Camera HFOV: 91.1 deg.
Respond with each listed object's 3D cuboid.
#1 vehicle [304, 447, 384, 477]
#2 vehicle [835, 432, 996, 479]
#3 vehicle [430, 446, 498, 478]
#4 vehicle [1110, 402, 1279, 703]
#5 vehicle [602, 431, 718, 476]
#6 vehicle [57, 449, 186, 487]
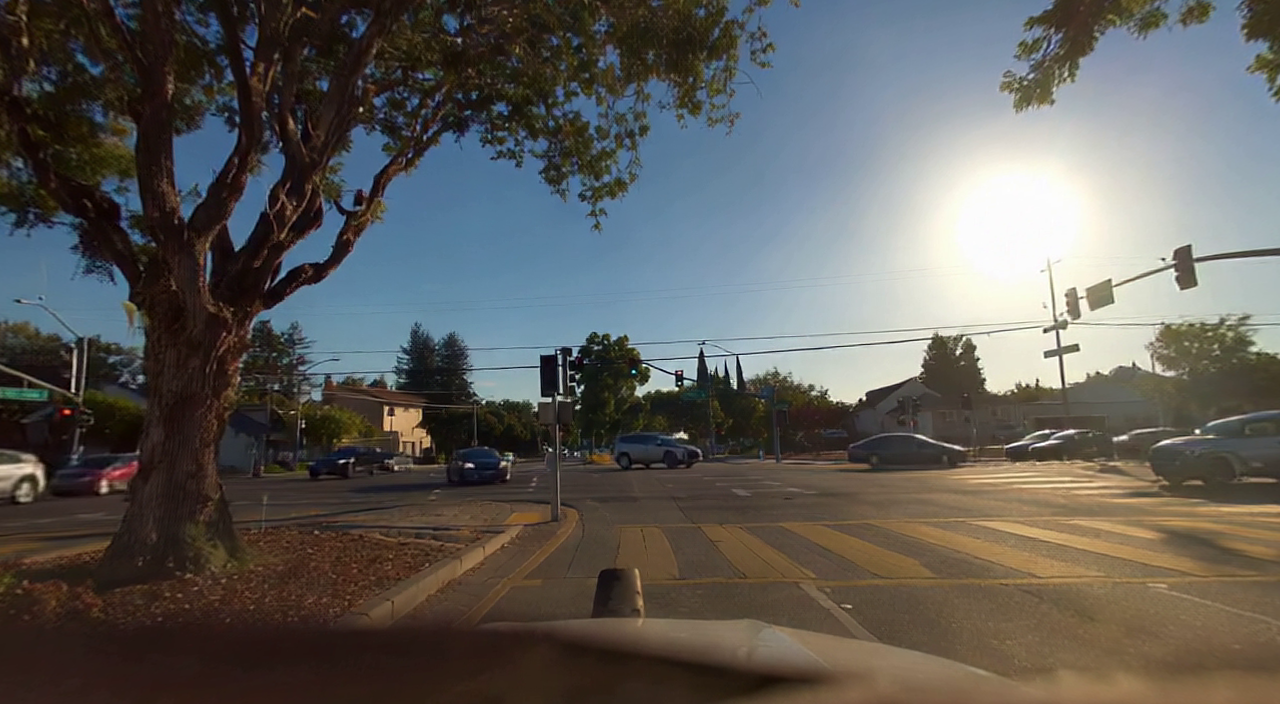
[{"bbox_3d":[-15.584,5.780,33.312,1.981,1.438,4.607,0,-8,0],"label":"vehicle"},{"bbox_3d":[9.824,3.682,22.491,5.017,1.515,2.006,-5,-10,29],"label":"vehicle"},{"bbox_3d":[-7.976,4.898,28.235,1.921,1.304,4.050,5,-10,-30],"label":"vehicle"},{"bbox_3d":[3.085,0.668,0.492,1.990,1.454,4.490,0,-8,1],"label":"vehicle"},{"bbox_3d":[0.803,4.535,28.230,4.958,1.842,2.276,-8,-12,44],"label":"vehicle"},{"bbox_3d":[-22.428,5.002,27.413,1.863,1.462,4.418,0,-8,0],"label":"vehicle"}]
